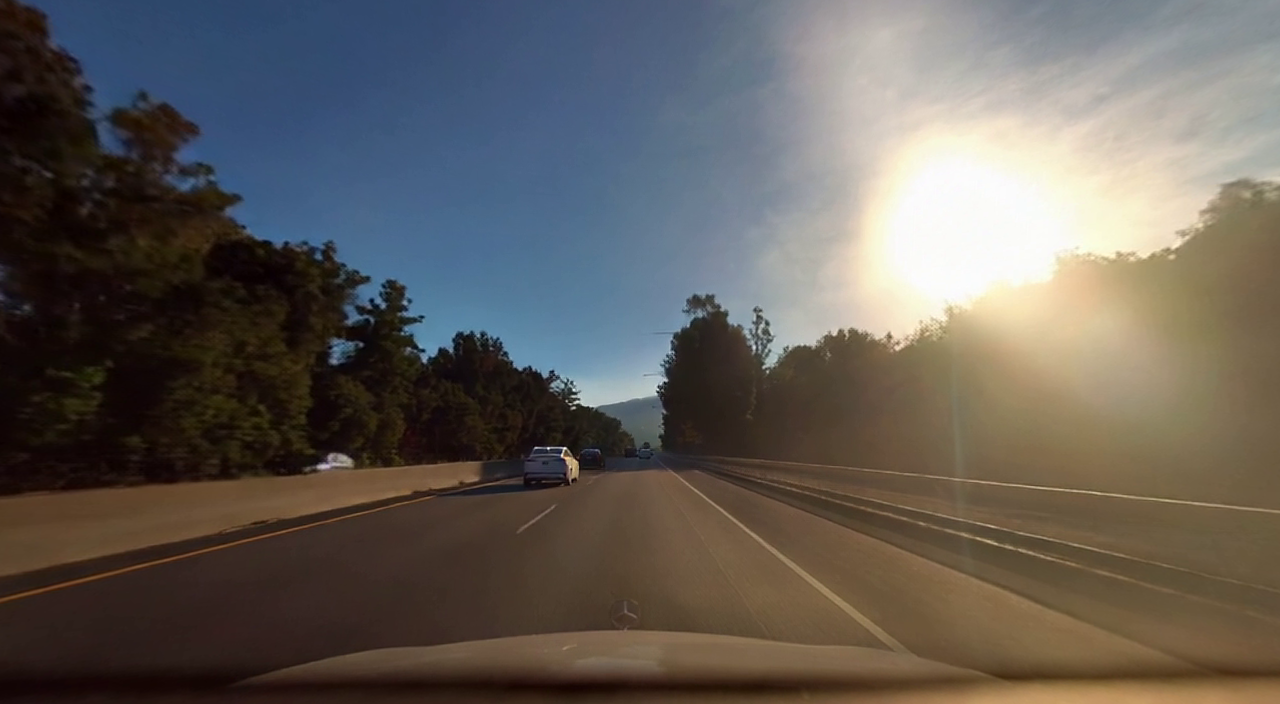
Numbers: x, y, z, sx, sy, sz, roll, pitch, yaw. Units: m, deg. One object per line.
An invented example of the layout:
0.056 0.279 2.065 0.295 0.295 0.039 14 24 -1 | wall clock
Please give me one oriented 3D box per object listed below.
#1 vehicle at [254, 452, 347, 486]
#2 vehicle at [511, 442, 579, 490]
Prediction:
-17.076 5.873 32.041 1.984 1.534 4.841 0 -9 0 | vehicle
-3.417 4.175 23.406 1.846 1.600 4.108 0 -9 1 | vehicle
